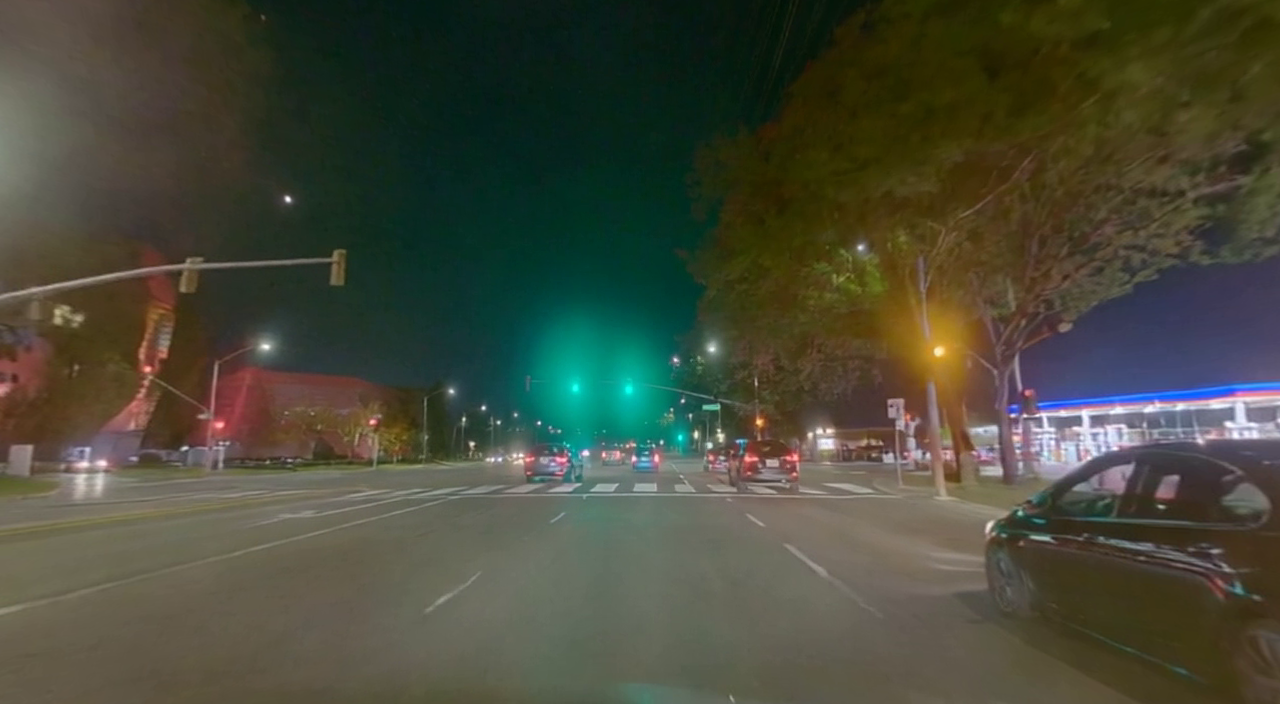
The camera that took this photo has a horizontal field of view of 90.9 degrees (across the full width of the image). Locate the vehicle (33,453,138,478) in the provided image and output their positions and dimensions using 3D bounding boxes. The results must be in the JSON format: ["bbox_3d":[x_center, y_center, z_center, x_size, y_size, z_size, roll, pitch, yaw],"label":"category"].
[{"bbox_3d":[-34.136,6.977,38.890,4.652,1.453,1.945,0,-8,1],"label":"vehicle"}]

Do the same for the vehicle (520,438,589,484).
[{"bbox_3d":[-3.223,4.195,24.516,2.023,1.607,4.086,0,-8,1],"label":"vehicle"}]

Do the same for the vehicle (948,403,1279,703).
[{"bbox_3d":[3.596,0.997,2.790,2.038,1.499,4.868,0,-8,1],"label":"vehicle"}]

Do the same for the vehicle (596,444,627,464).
[{"bbox_3d":[-2.149,7.975,49.270,2.192,1.463,4.211,0,-8,1],"label":"vehicle"}]

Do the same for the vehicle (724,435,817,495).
[{"bbox_3d":[3.979,3.513,19.974,2.022,1.683,4.171,0,-8,-1],"label":"vehicle"}]

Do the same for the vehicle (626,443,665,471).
[{"bbox_3d":[0.286,5.915,35.875,2.104,1.477,4.591,0,-8,0],"label":"vehicle"}]

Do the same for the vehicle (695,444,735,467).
[{"bbox_3d":[5.017,6.996,42.808,2.174,1.462,4.400,0,-8,1],"label":"vehicle"}]
